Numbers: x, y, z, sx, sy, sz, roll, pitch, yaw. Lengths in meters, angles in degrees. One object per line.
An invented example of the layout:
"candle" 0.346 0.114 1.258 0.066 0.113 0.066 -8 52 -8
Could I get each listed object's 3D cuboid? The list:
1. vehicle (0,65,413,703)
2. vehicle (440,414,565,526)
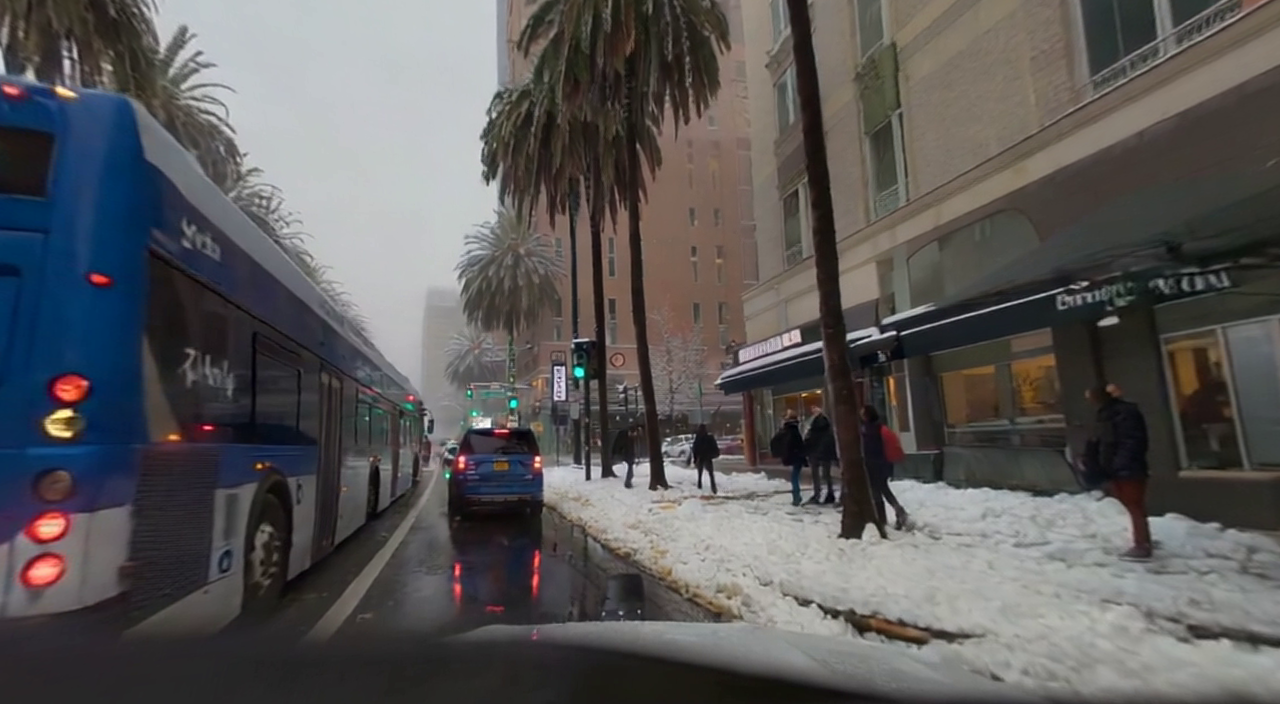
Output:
"vehicle" -5.152 0.984 8.344 2.863 3.233 11.573 2 -9 -14
"vehicle" -3.034 2.378 13.219 2.002 1.907 4.211 3 -9 -19
